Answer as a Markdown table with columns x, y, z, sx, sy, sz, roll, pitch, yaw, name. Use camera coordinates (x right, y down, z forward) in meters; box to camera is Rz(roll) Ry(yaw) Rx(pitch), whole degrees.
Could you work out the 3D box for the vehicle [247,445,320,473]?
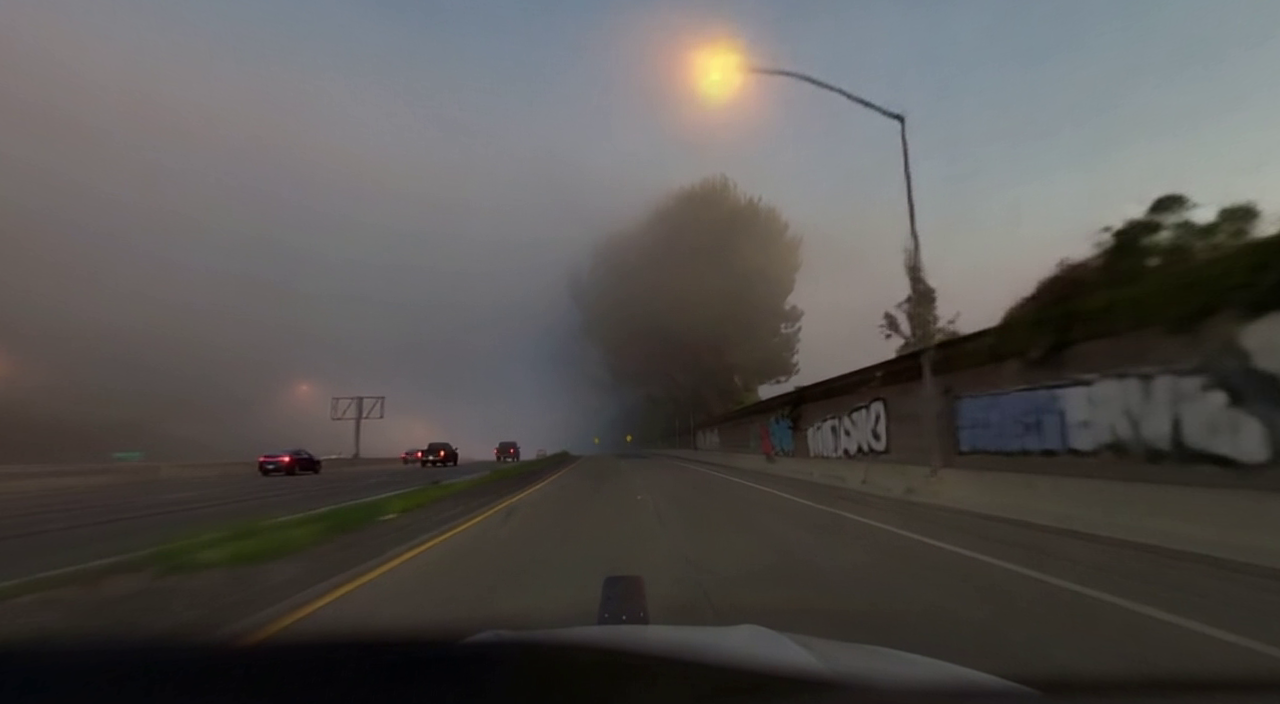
| x | y | z | sx | sy | sz | roll | pitch | yaw | name |
| --- | --- | --- | --- | --- | --- | --- | --- | --- | --- |
| -24.278 | 7.270 | 43.254 | 2.158 | 1.795 | 5.013 | 0 | -9 | -1 | vehicle |
